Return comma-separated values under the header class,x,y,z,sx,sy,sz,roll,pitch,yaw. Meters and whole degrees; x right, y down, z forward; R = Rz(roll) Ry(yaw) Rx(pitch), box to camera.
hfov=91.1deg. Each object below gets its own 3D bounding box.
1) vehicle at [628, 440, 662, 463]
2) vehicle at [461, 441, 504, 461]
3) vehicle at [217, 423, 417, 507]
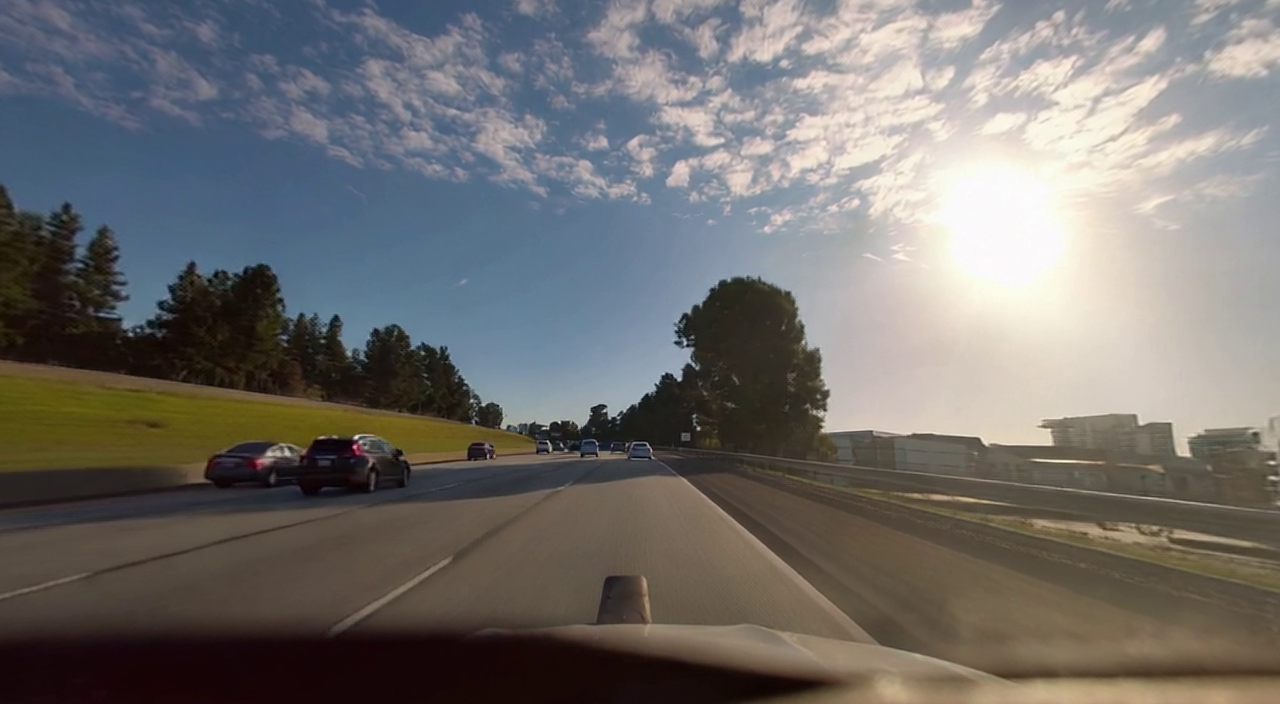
class,x,y,z,sx,sy,sz,roll,pitch,yaw
vehicle,0.283,6.697,42.305,2.060,1.465,3.974,0,-8,-2
vehicle,-11.984,7.565,48.082,2.056,1.489,4.852,0,-8,-1
vehicle,-7.577,2.706,15.537,2.238,1.712,5.000,0,-8,1
